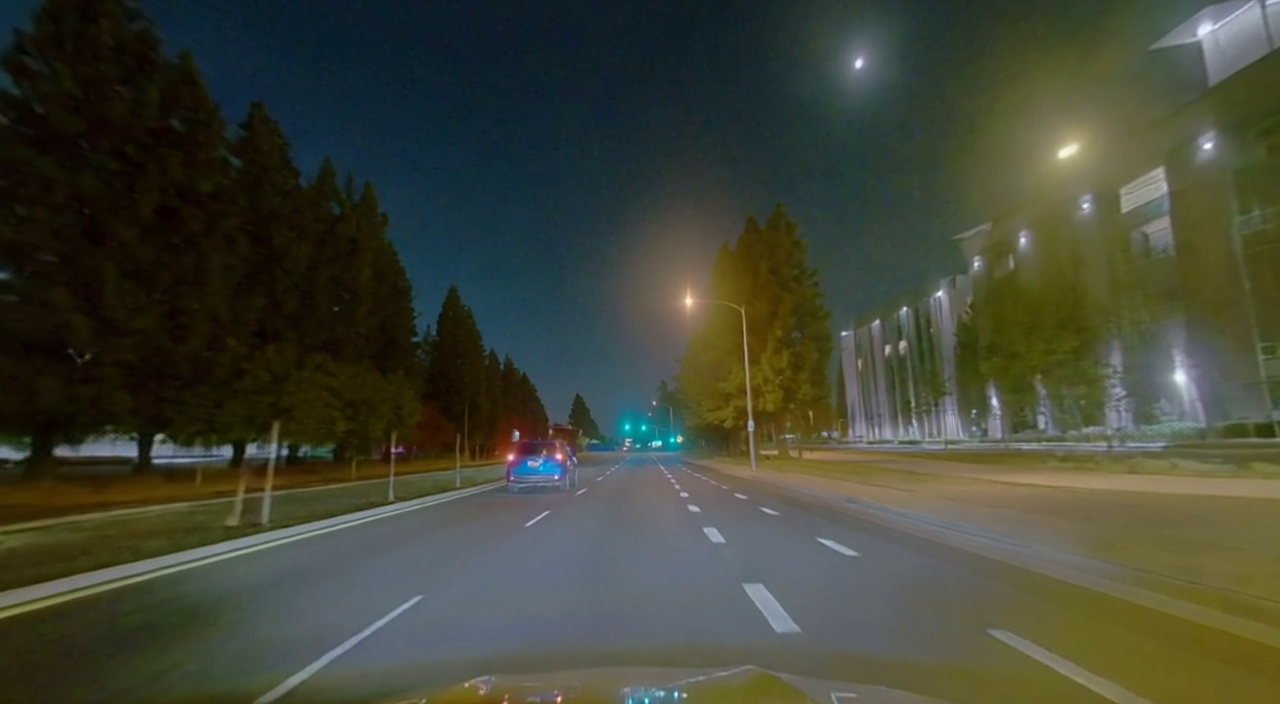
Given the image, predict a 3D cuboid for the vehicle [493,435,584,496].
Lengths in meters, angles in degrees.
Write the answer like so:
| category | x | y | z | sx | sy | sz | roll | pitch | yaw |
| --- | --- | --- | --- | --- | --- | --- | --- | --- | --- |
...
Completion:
| category | x | y | z | sx | sy | sz | roll | pitch | yaw |
| --- | --- | --- | --- | --- | --- | --- | --- | --- | --- |
| vehicle | -3.091 | 3.578 | 20.287 | 2.121 | 1.724 | 4.392 | 0 | -9 | 1 |
